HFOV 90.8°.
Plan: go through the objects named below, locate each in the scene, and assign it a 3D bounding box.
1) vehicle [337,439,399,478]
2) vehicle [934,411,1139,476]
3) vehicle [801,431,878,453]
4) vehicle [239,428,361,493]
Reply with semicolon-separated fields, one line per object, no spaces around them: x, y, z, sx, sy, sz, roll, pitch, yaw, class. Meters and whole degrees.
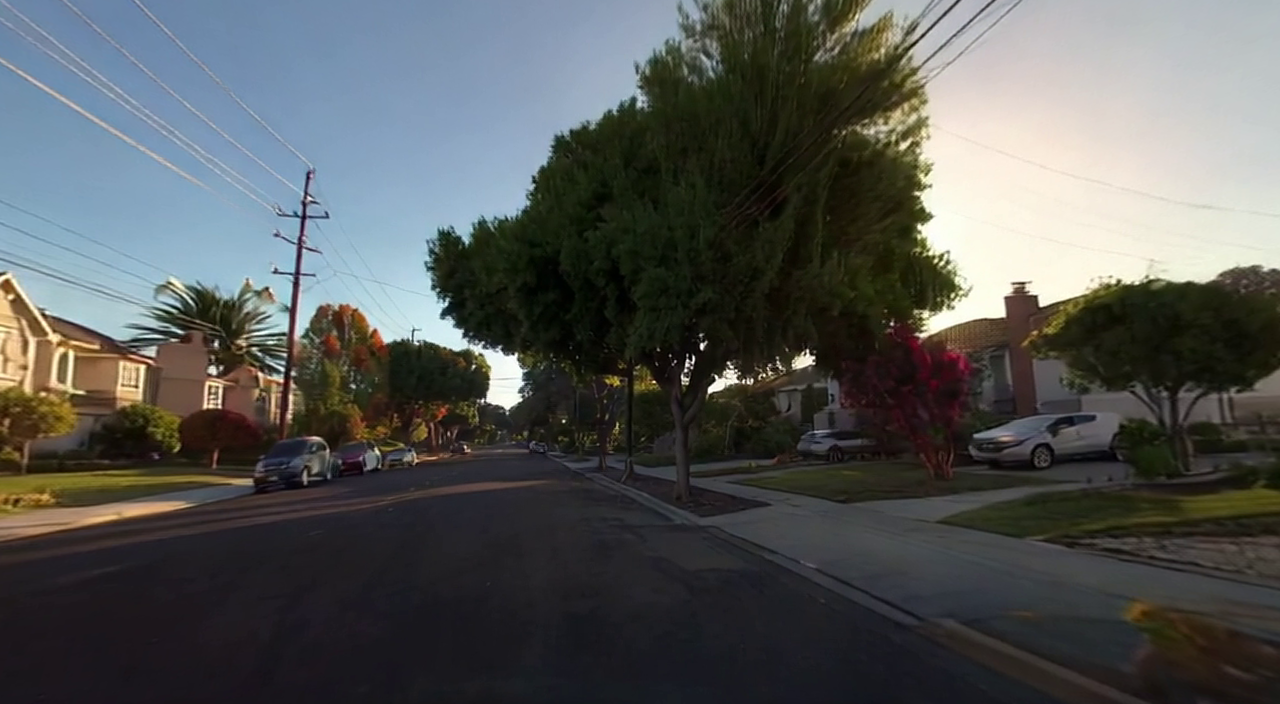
-13.969;5.459;32.746;1.939;1.756;4.767;-2;-8;-11;vehicle
11.397;2.654;18.329;4.842;1.728;1.875;1;-9;-8;vehicle
10.486;4.777;33.324;3.606;1.094;1.420;2;-8;-9;vehicle
-11.952;3.857;22.762;2.240;1.940;5.429;-1;-9;-10;vehicle
